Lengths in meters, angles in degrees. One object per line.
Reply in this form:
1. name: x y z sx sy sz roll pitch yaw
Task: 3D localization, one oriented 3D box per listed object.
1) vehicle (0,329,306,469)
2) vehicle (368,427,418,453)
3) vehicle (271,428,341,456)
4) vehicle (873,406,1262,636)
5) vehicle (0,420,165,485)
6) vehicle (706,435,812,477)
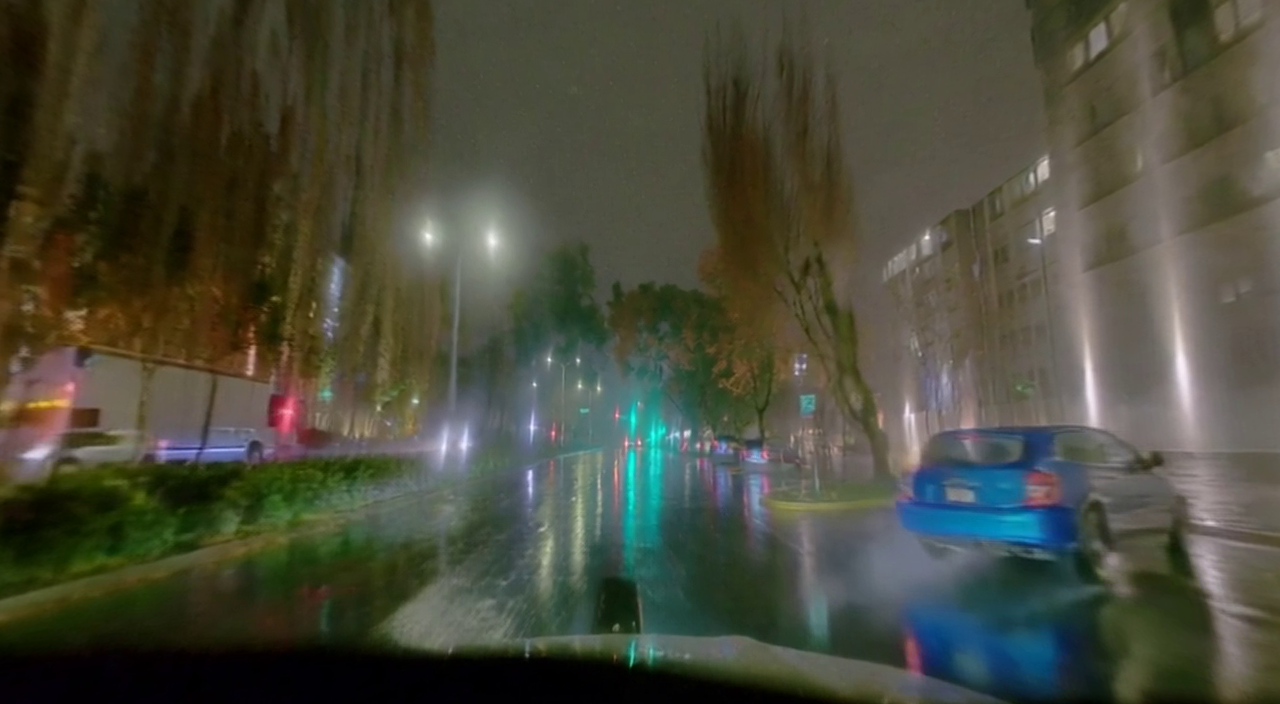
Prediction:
1. vehicle: -18.858 2.347 25.575 3.054 4.140 14.110 -1 -8 -1
2. vehicle: -19.057 6.826 48.838 1.963 1.843 4.866 -1 -8 -1
3. vehicle: -18.944 5.136 35.913 1.828 1.502 4.103 0 -8 -1
4. vehicle: 4.539 1.401 6.368 4.720 1.487 1.876 6 -10 -39
5. vehicle: -15.377 2.626 16.672 1.909 1.465 4.758 0 -8 -1
6. vehicle: 4.614 3.961 24.287 3.896 1.488 1.868 6 -10 -38
